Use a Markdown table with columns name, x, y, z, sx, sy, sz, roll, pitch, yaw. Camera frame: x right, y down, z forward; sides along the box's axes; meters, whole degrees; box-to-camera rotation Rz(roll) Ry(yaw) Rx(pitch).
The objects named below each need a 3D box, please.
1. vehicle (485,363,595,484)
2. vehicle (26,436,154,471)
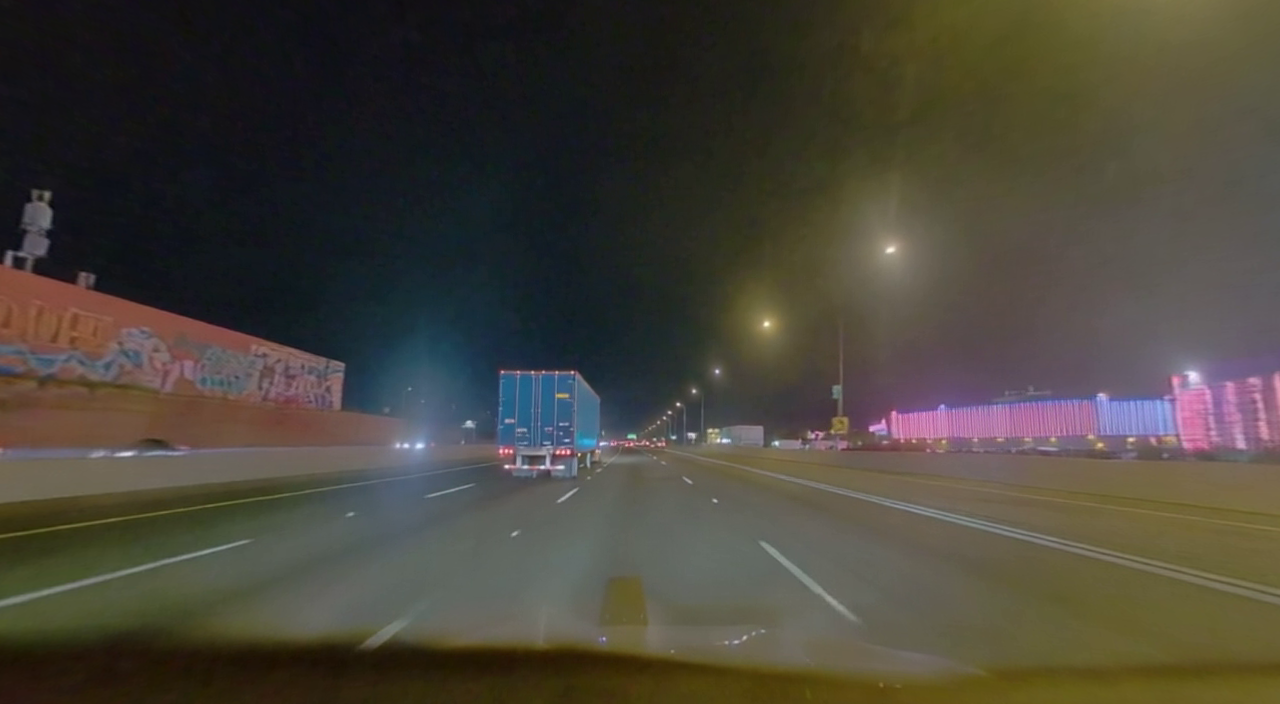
| name | x | y | z | sx | sy | sz | roll | pitch | yaw |
| --- | --- | --- | --- | --- | --- | --- | --- | --- | --- |
| vehicle | -3.746 | 2.946 | 26.142 | 2.977 | 4.048 | 8.890 | 2 | -6 | 0 |
| vehicle | -25.821 | 4.779 | 29.888 | 1.807 | 1.531 | 4.576 | 0 | -8 | 2 |
